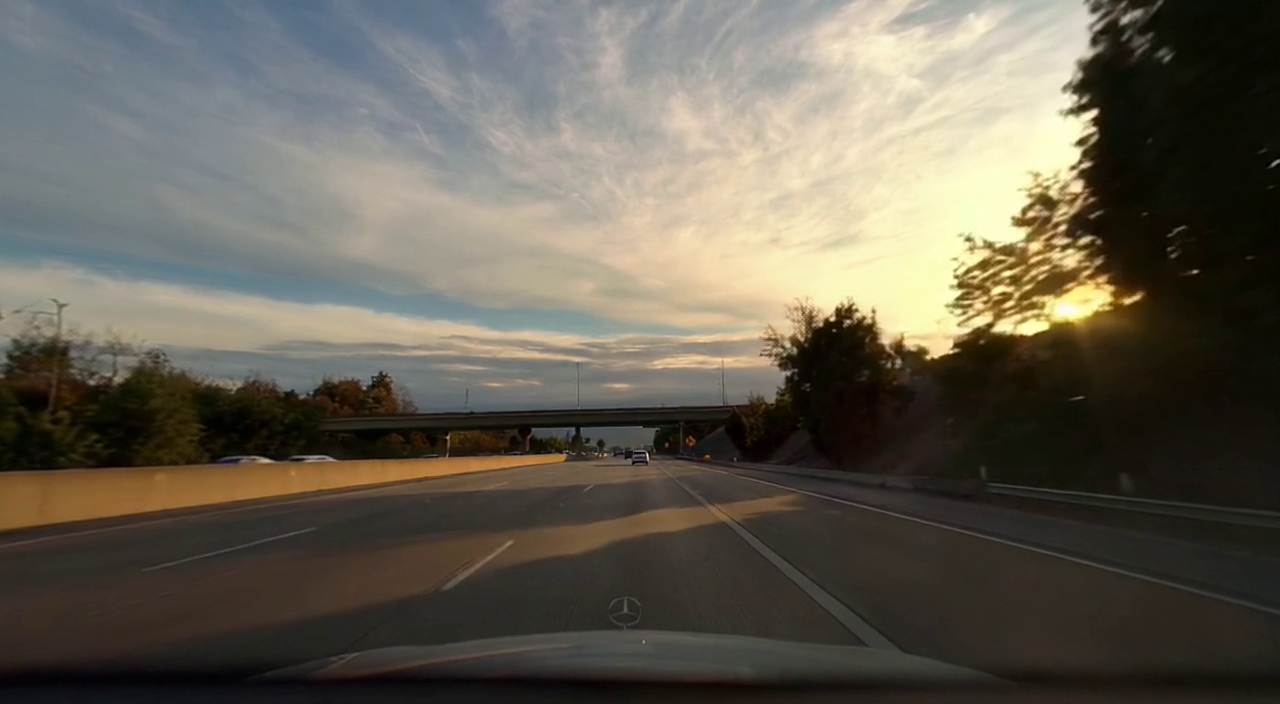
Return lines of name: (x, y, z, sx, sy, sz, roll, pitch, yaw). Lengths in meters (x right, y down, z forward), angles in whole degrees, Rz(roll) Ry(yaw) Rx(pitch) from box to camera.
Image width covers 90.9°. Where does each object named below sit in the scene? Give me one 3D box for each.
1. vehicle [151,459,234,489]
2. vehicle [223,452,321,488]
vehicle: (-23.906, 6.514, 33.834, 1.822, 1.424, 3.572, 0, -9, 0)
vehicle: (-15.821, 5.073, 27.353, 1.801, 1.433, 4.040, 0, -9, 0)
